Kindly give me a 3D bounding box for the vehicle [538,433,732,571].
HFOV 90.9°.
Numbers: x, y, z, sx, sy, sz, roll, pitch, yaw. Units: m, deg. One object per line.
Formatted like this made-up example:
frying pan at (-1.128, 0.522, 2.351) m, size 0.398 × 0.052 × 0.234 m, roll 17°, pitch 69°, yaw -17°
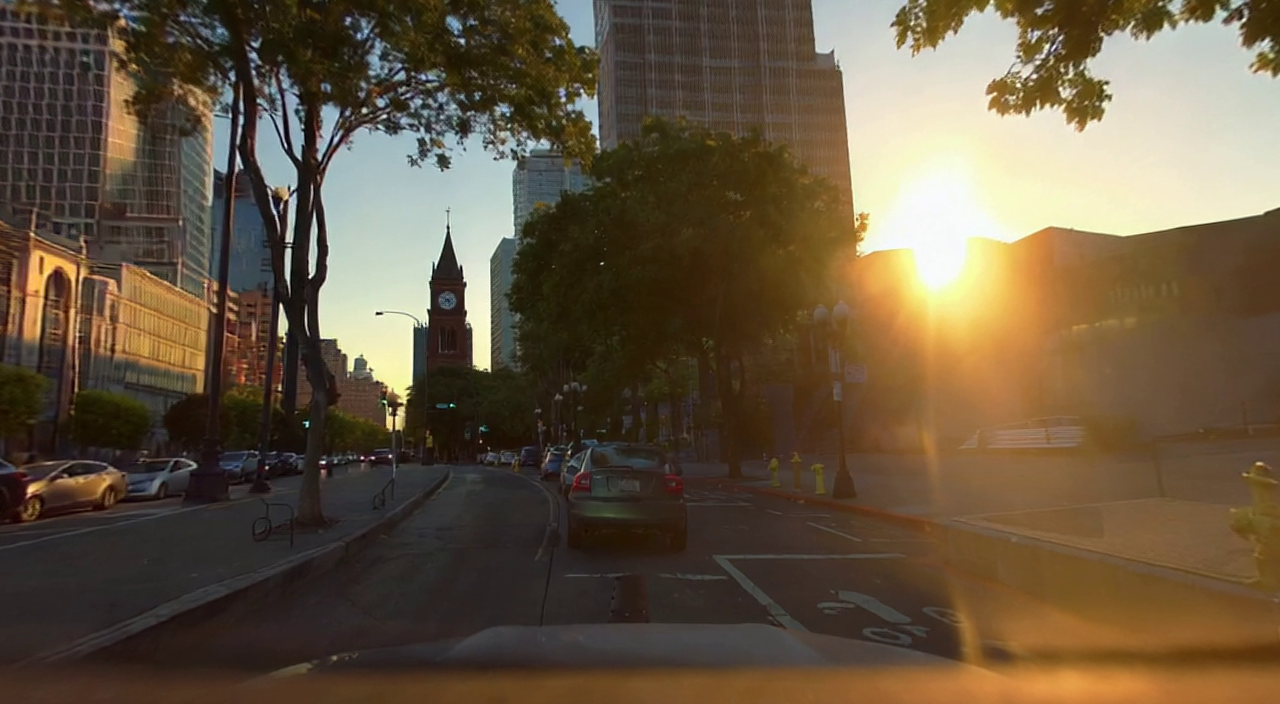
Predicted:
vehicle at (-0.241, 1.945, 9.026) m, size 2.142 × 1.475 × 4.051 m, roll 1°, pitch -8°, yaw -6°
